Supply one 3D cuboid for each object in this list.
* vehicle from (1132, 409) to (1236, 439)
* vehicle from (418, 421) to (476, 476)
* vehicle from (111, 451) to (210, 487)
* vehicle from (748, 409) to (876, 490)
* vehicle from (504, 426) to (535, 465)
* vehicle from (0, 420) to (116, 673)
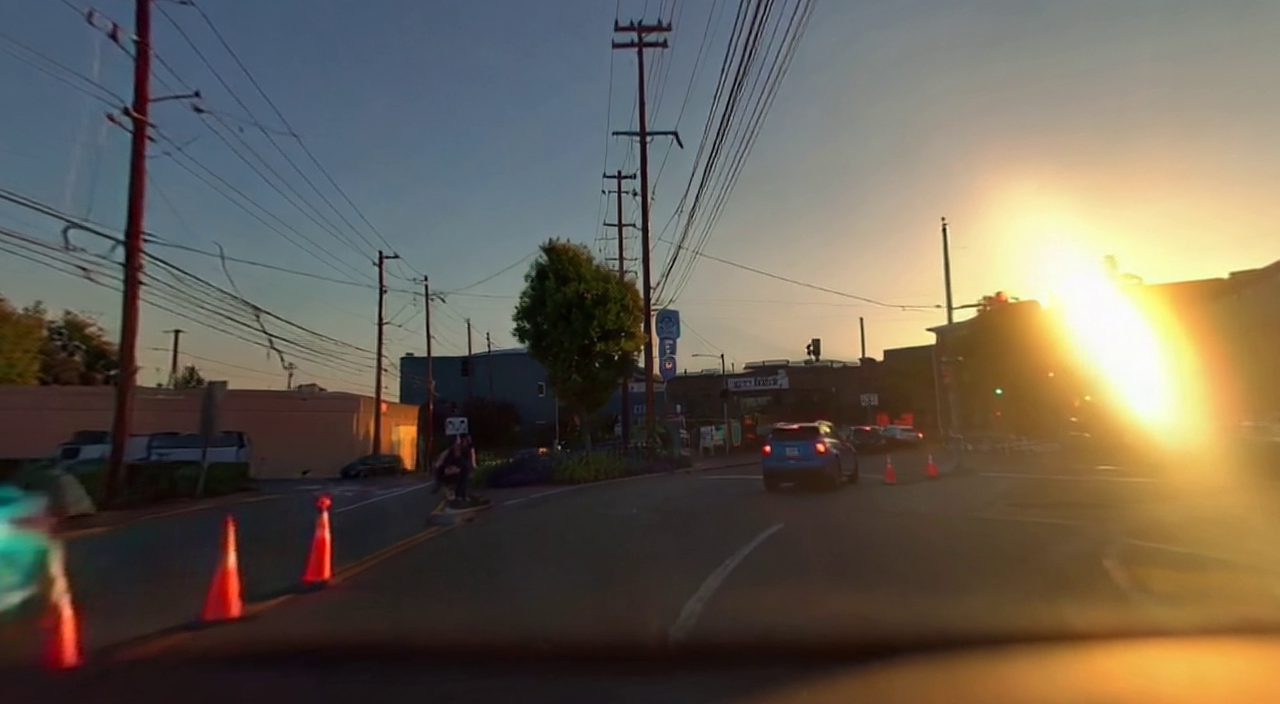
[{"bbox_3d":[33.385,4.491,38.890,1.937,1.688,4.382,5,-10,-35],"label":"vehicle"},{"bbox_3d":[-10.332,5.154,34.037,2.185,2.644,3.306,-4,-7,-4],"label":"vehicle"},{"bbox_3d":[-22.392,5.454,29.714,1.817,1.456,4.079,0,-8,-7],"label":"vehicle"},{"bbox_3d":[4.927,2.648,17.521,2.256,1.859,5.118,-5,-9,28],"label":"vehicle"},{"bbox_3d":[-8.640,6.731,45.588,1.959,2.654,4.078,1,-8,-7],"label":"vehicle"},{"bbox_3d":[-5.051,0.975,2.274,2.103,1.526,4.743,-1,-8,3],"label":"vehicle"}]
